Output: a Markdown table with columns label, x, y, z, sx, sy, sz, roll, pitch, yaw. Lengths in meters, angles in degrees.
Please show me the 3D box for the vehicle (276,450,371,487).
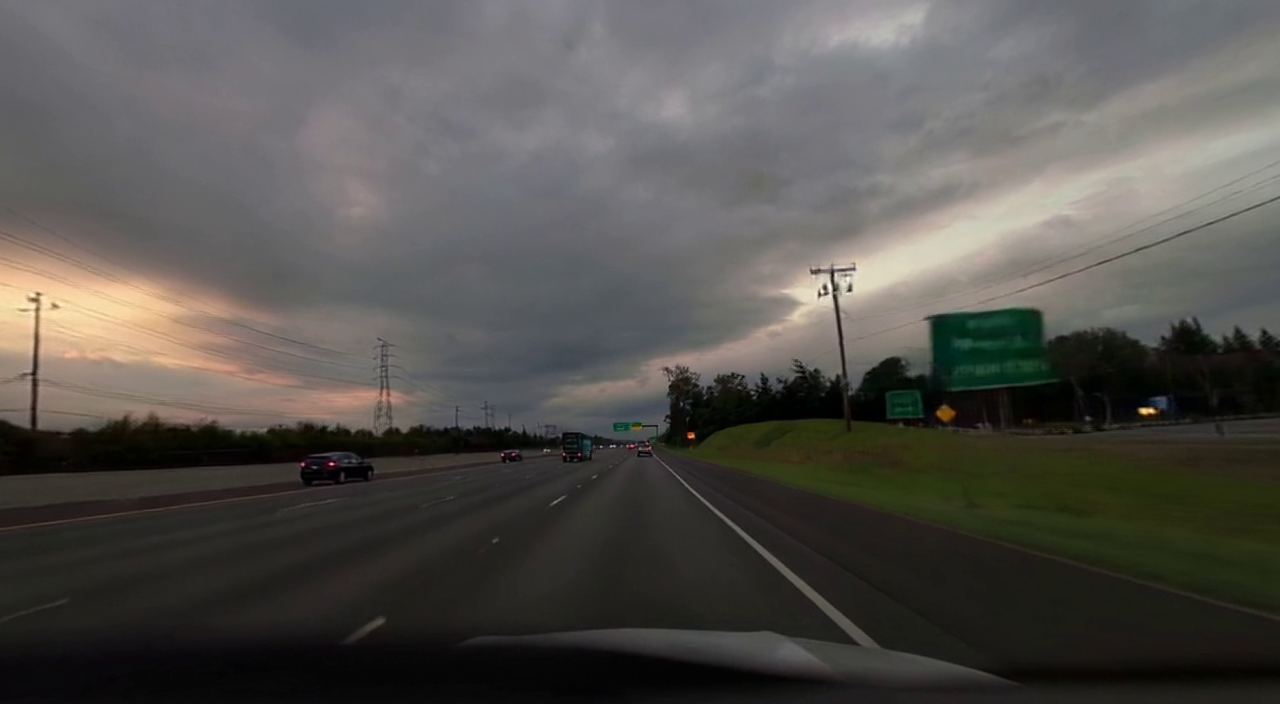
| label | x | y | z | sx | sy | sz | roll | pitch | yaw |
| --- | --- | --- | --- | --- | --- | --- | --- | --- | --- |
| vehicle | -14.171 | 5.231 | 28.569 | 1.988 | 1.477 | 4.442 | -1 | -8 | 1 |
